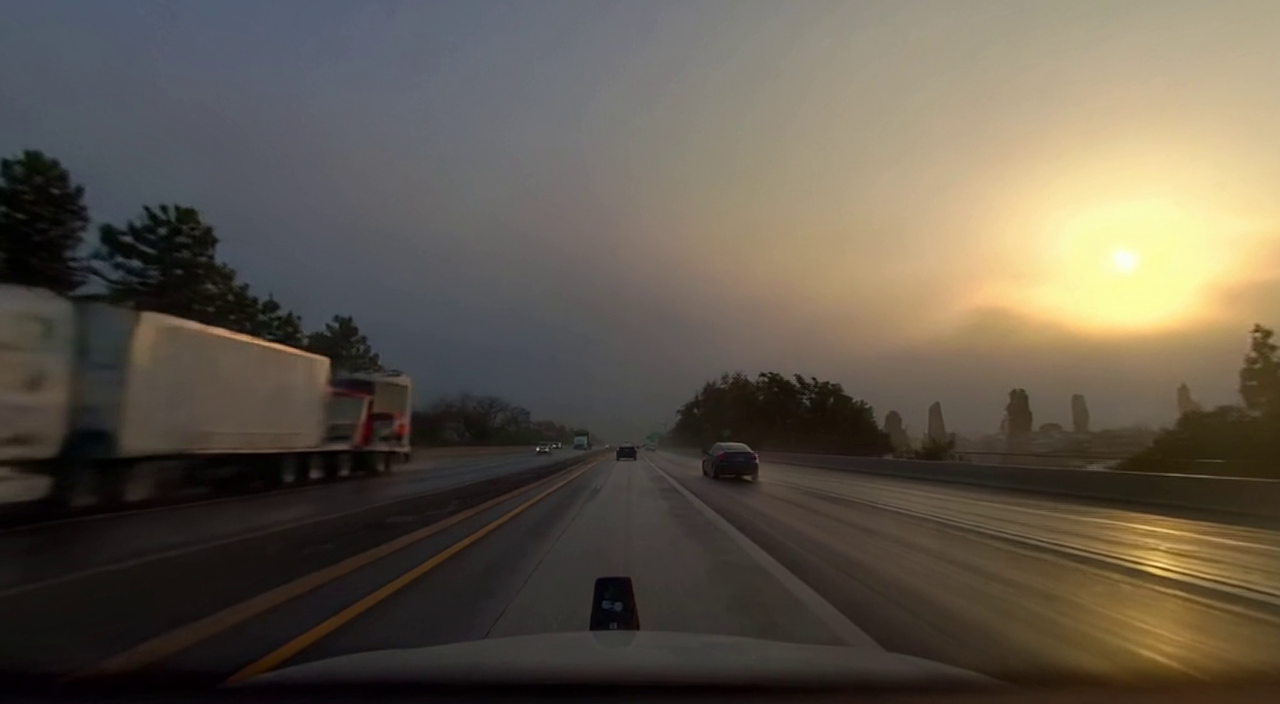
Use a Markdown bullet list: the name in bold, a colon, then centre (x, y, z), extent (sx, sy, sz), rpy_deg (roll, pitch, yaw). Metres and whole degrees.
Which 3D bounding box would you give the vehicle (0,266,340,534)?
- **vehicle**: centre (-11.081, 1.389, 13.988), extent (2.876, 3.973, 12.525), rpy_deg (0, -8, -1)

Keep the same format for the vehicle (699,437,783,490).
- **vehicle**: centre (3.171, 3.586, 20.594), extent (2.146, 1.546, 3.796), rpy_deg (-1, -8, 1)

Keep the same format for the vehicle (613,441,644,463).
- **vehicle**: centre (-0.875, 7.393, 46.689), extent (2.178, 1.559, 4.254), rpy_deg (0, -8, -1)
